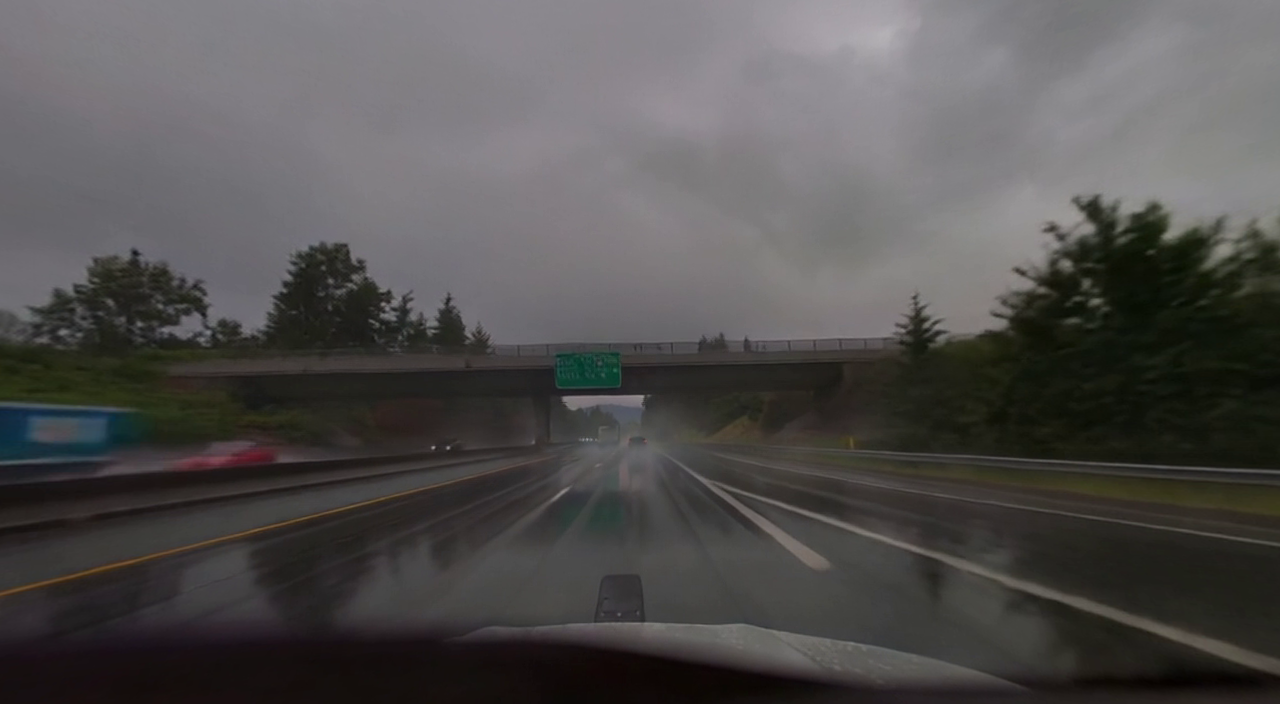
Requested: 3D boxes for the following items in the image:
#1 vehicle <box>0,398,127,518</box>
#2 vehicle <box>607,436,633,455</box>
[{"bbox_3d":[-16.315,2.575,15.326,2.555,2.773,5.874,0,-8,0],"label":"vehicle"},{"bbox_3d":[-1.623,7.391,49.984,1.952,1.438,3.702,0,-8,-3],"label":"vehicle"}]
